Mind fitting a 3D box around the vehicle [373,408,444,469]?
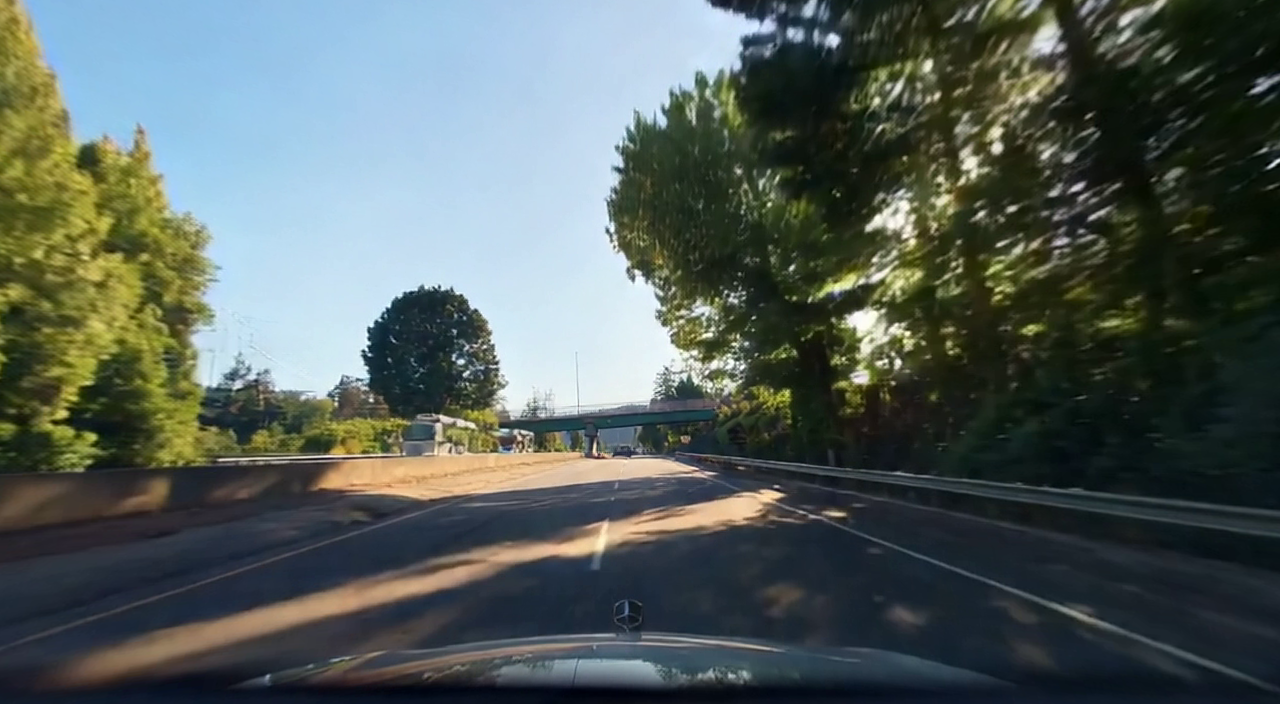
[{"bbox_3d":[-16.404,6.243,45.130,2.910,4.025,5.493,0,-9,-1],"label":"vehicle"}]
